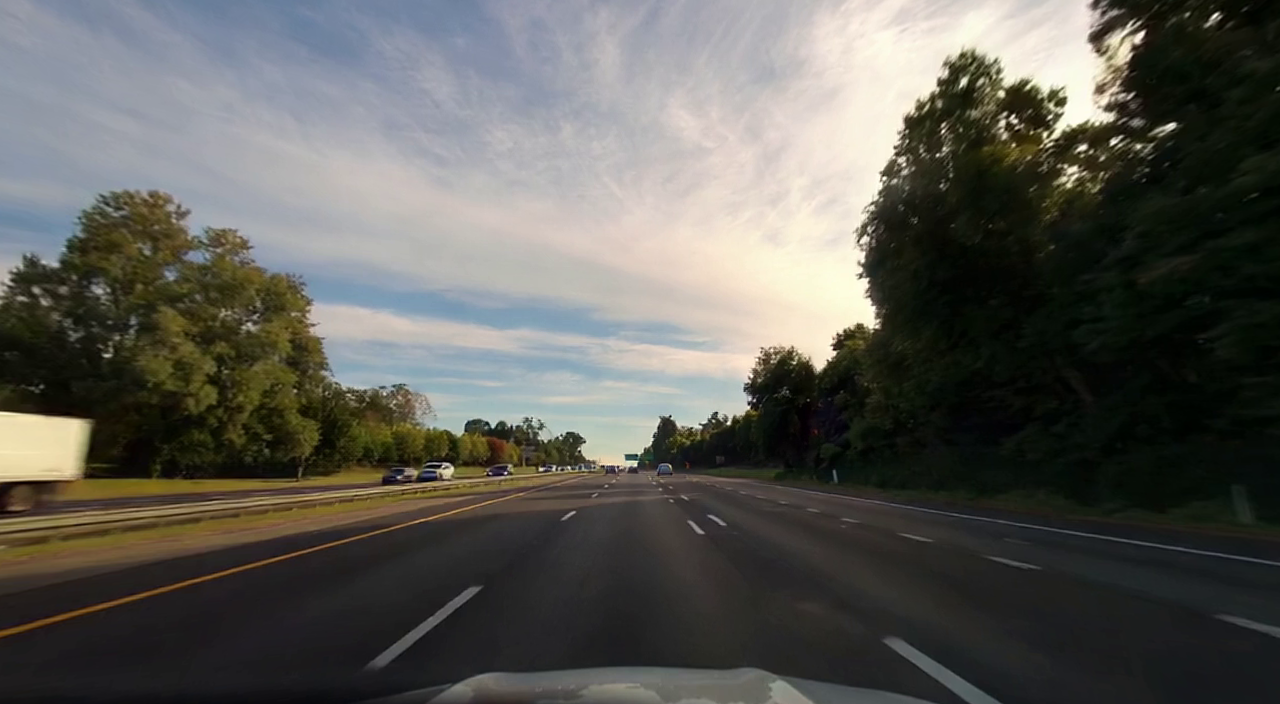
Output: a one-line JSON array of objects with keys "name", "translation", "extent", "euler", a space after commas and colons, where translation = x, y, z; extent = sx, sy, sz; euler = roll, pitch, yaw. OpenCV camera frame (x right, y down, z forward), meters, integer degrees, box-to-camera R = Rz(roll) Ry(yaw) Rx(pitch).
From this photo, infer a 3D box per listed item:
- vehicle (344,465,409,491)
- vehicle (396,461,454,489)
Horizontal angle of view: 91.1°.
[{"name": "vehicle", "translation": [-16.550, 7.930, 39.766], "extent": [2.148, 1.486, 4.491], "euler": [1, -10, 0]}, {"name": "vehicle", "translation": [-12.791, 7.341, 37.609], "extent": [1.890, 1.484, 4.369], "euler": [1, -10, 0]}]
